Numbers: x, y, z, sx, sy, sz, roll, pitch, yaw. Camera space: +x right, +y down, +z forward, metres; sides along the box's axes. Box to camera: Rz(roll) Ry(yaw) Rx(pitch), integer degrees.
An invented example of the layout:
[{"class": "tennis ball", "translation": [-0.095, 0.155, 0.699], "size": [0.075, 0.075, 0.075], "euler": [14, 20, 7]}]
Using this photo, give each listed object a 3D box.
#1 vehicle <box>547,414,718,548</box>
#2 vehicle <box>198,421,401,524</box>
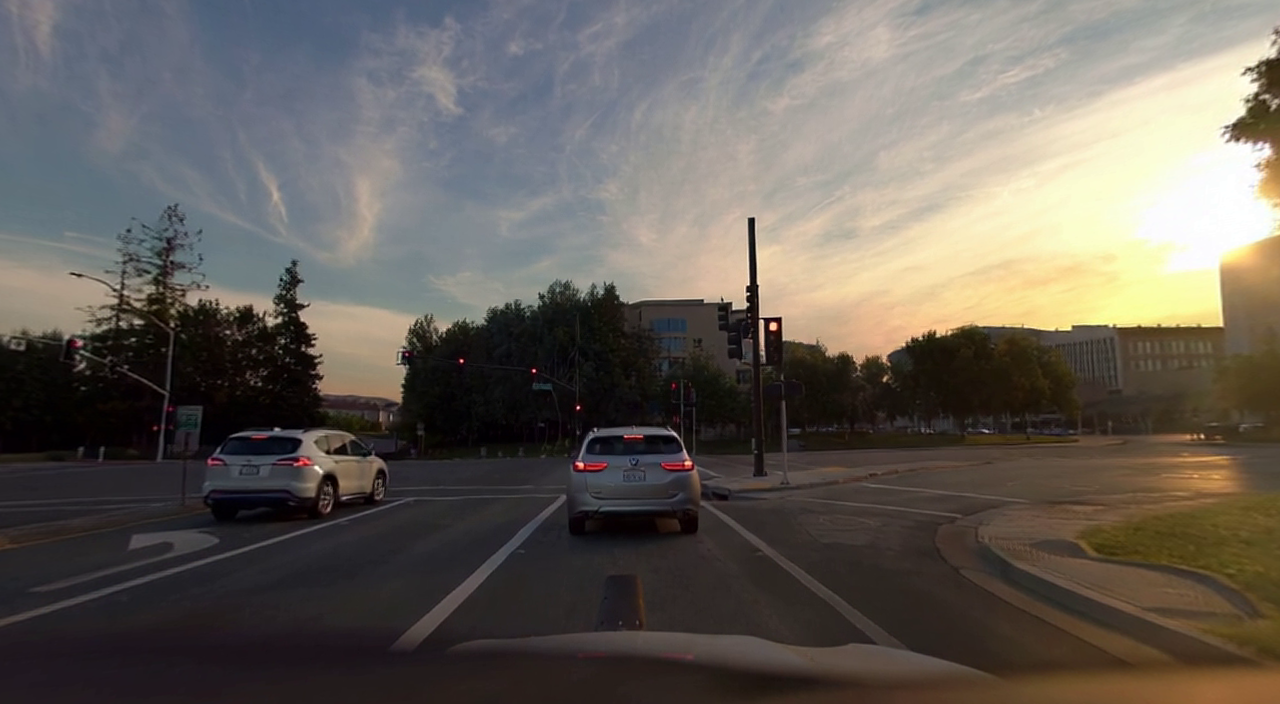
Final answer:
[{"class": "vehicle", "translation": [-0.237, 1.940, 10.097], "size": [2.154, 1.670, 4.140], "euler": [0, -9, -4]}, {"class": "vehicle", "translation": [-6.498, 2.336, 12.680], "size": [2.020, 1.695, 4.187], "euler": [1, -9, -5]}]
